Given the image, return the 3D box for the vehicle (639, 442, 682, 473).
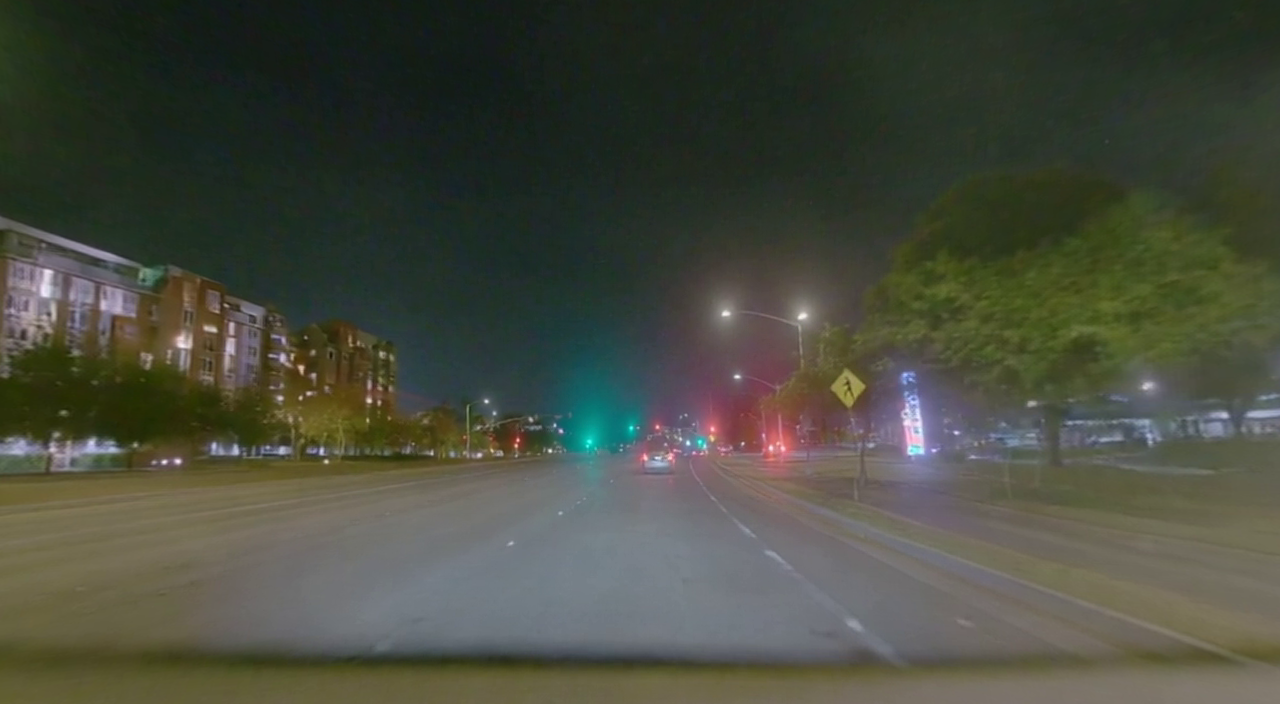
[{"bbox_3d":[1.089,5.572,33.633,2.133,1.481,4.276,-1,-8,2],"label":"vehicle"}]
